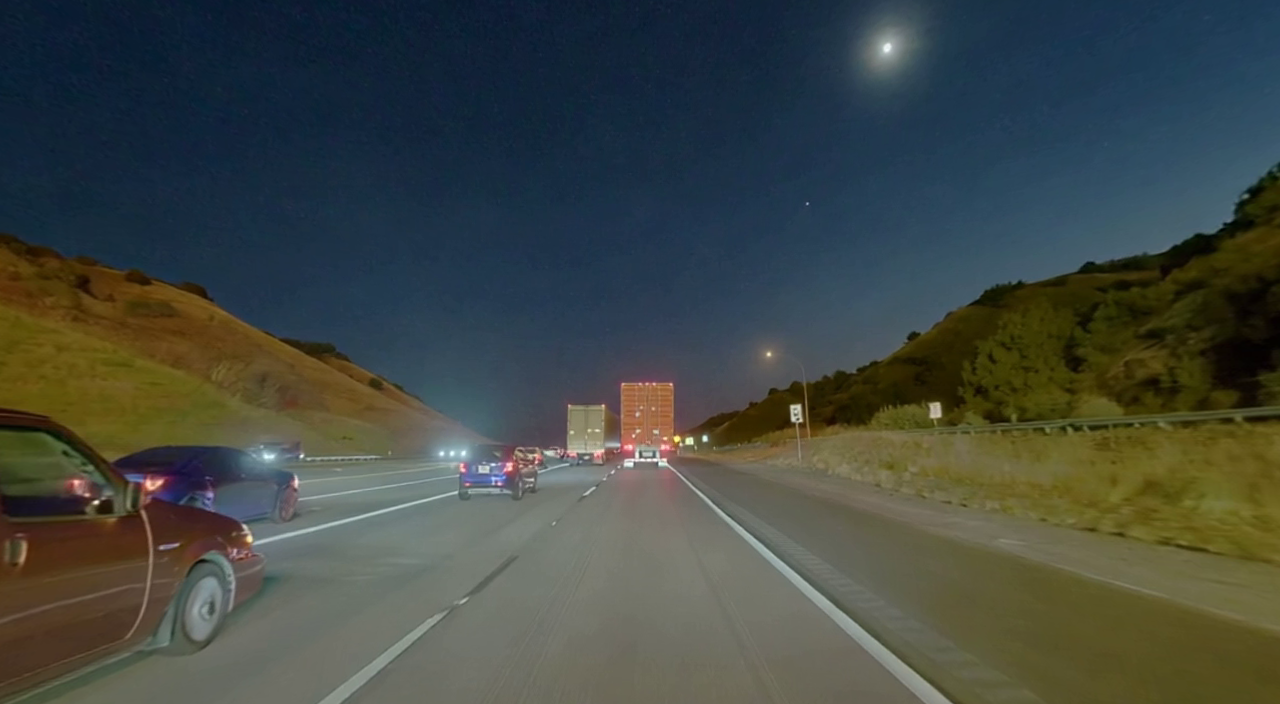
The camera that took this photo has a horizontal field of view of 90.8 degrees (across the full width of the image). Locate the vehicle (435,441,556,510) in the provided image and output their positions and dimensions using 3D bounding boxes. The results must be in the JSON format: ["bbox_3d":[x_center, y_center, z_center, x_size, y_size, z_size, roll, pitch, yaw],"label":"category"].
[{"bbox_3d":[-3.328,2.919,15.442,1.950,1.446,4.224,0,-8,0],"label":"vehicle"}]

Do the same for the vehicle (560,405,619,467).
[{"bbox_3d":[-3.569,6.596,48.930,3.311,4.073,14.172,0,-8,0],"label":"vehicle"}]

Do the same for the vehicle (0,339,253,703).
[{"bbox_3d":[-3.829,0.728,1.921,2.136,1.779,4.875,0,-8,1],"label":"vehicle"}]

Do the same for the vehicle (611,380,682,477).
[{"bbox_3d":[0.464,3.957,31.635,2.913,3.988,10.874,0,-8,2],"label":"vehicle"}]
